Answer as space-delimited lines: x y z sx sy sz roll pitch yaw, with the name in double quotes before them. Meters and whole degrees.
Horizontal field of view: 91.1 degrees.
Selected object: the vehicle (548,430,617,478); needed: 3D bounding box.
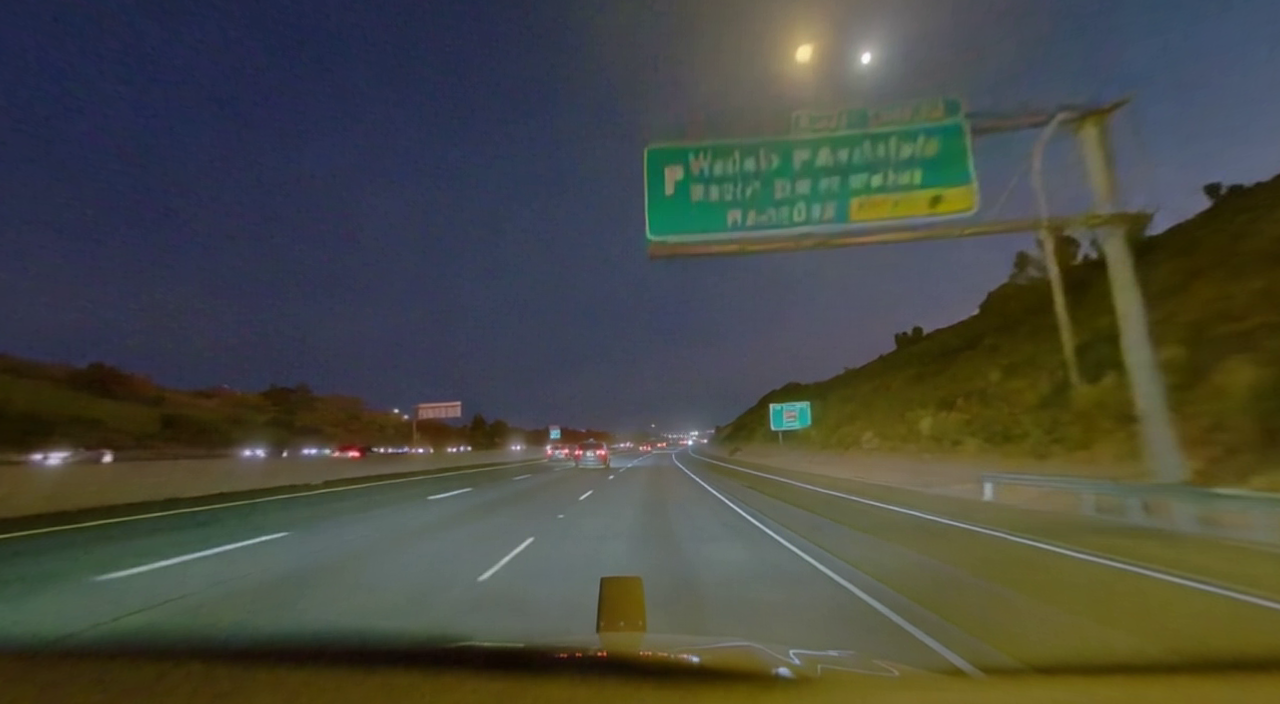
"vehicle" -2.391 4.473 27.698 2.413 1.896 5.218 0 -8 2
